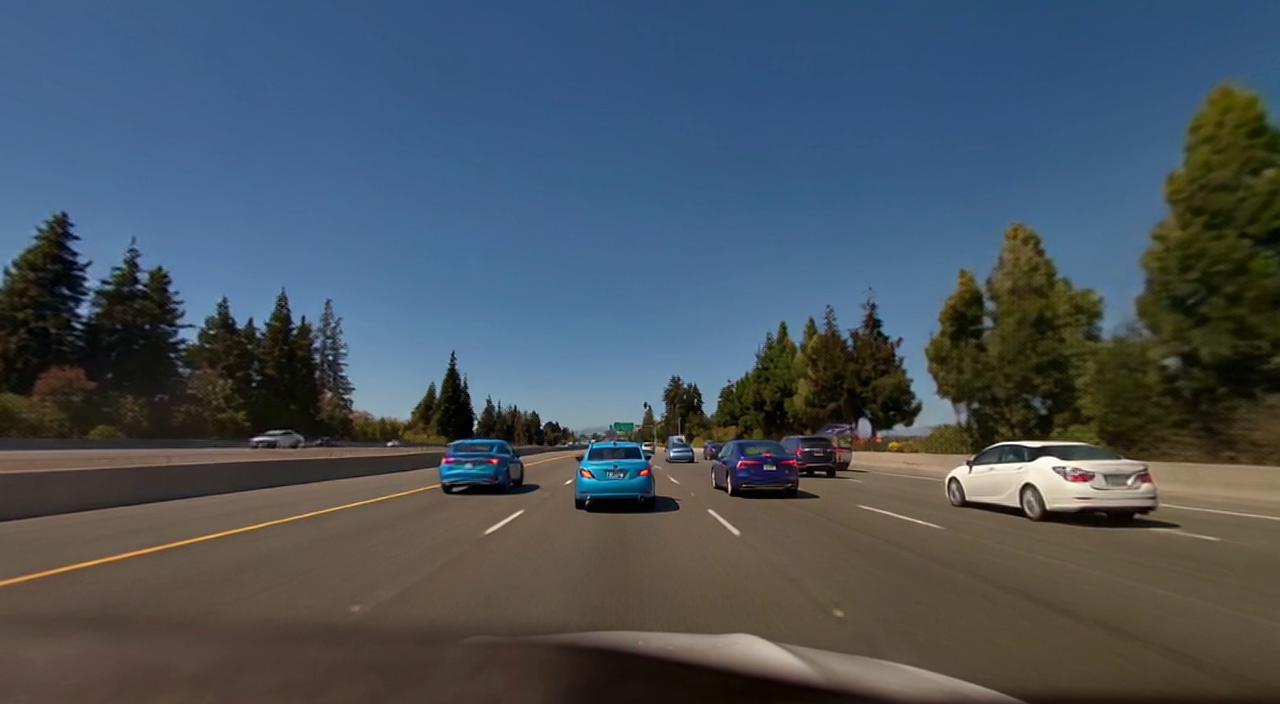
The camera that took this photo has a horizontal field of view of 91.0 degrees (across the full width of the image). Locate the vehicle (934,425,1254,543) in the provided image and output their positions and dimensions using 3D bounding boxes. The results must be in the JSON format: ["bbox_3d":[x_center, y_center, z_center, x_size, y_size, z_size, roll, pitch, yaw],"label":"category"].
[{"bbox_3d":[7.547,2.234,11.304,2.106,1.641,4.671,1,-9,-2],"label":"vehicle"}]

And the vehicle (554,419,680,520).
[{"bbox_3d":[-0.420,2.346,13.010,2.181,1.728,3.970,0,-9,-1],"label":"vehicle"}]

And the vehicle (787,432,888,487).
[{"bbox_3d":[6.861,3.805,22.439,2.022,1.735,4.400,1,-9,-2],"label":"vehicle"}]

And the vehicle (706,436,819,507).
[{"bbox_3d":[2.912,2.947,15.973,1.975,1.532,4.227,1,-9,-1],"label":"vehicle"}]

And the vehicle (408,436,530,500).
[{"bbox_3d":[-4.605,3.205,17.815,2.071,1.537,4.912,0,-9,0],"label":"vehicle"}]
